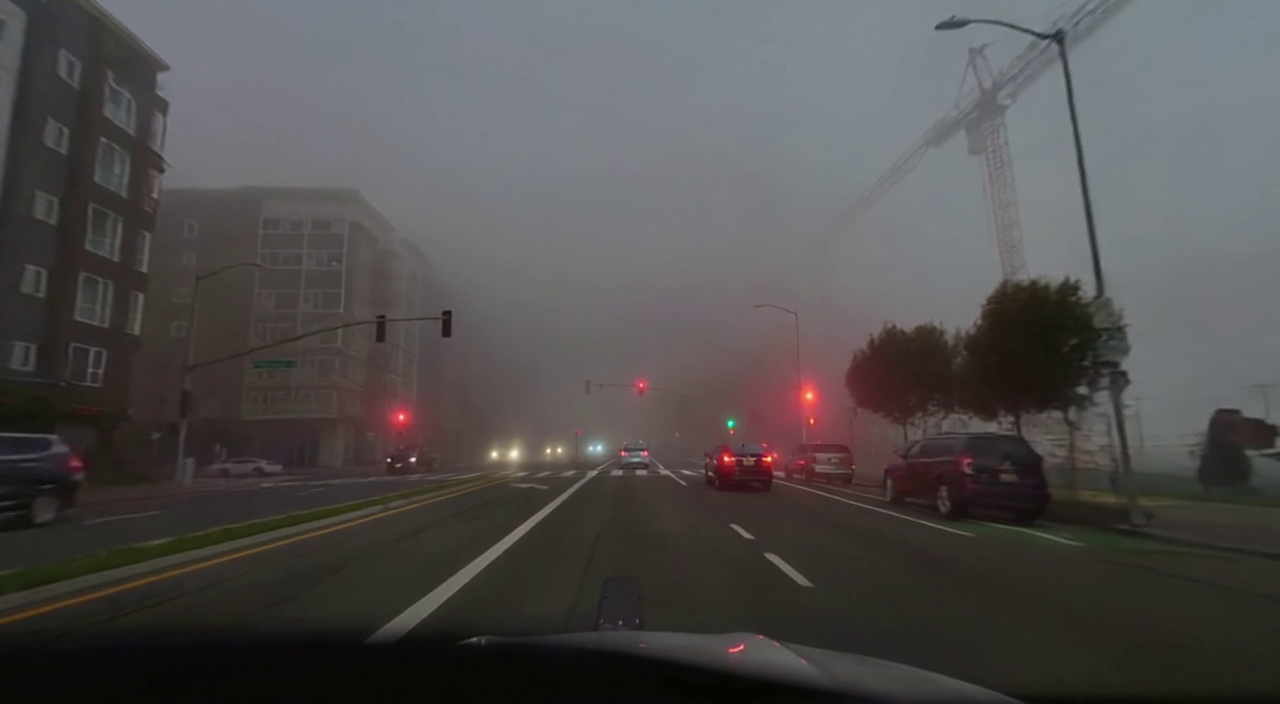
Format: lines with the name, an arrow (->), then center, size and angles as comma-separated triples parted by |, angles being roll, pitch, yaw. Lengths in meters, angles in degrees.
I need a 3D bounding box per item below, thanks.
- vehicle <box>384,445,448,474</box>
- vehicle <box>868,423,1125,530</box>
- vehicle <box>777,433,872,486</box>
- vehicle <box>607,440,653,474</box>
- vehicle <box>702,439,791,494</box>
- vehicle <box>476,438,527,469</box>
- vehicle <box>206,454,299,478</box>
vehicle -> -12.620, 6.064, 35.864 | 1.943, 1.473, 4.463 | 0, -9, 0
vehicle -> 7.328, 2.621, 13.996 | 2.317, 1.852, 5.530 | 0, -9, -2
vehicle -> 7.148, 4.240, 25.237 | 2.125, 1.838, 5.555 | 0, -9, 0
vehicle -> -0.466, 4.938, 29.782 | 2.006, 1.487, 3.535 | 0, -9, -1
vehicle -> 3.105, 3.413, 19.232 | 1.910, 1.474, 4.003 | 0, -9, -1
vehicle -> -8.479, 6.246, 39.063 | 2.115, 1.723, 4.698 | 0, -9, 0
vehicle -> -24.406, 7.172, 39.911 | 4.575, 1.414, 1.895 | 0, -9, -5
